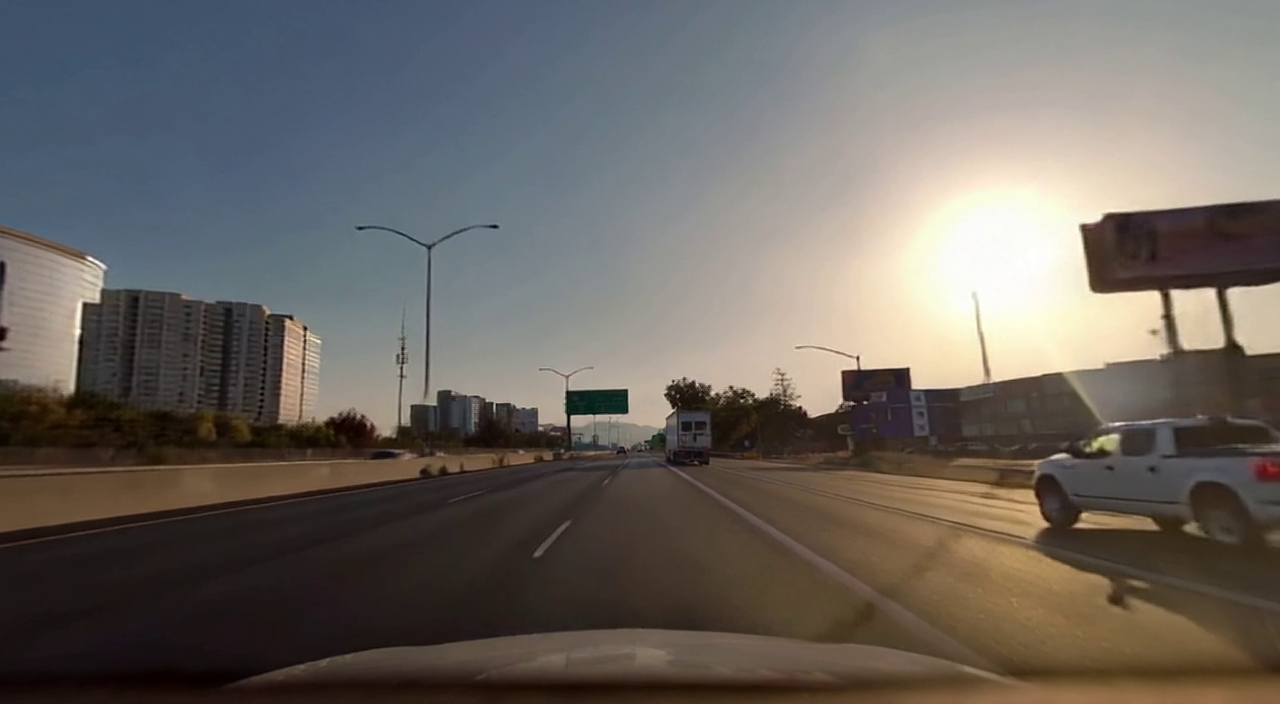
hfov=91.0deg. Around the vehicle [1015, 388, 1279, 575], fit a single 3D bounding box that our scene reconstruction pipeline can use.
[{"bbox_3d":[8.002,1.649,8.482,2.544,1.947,5.288,0,-9,-1],"label":"vehicle"}]
